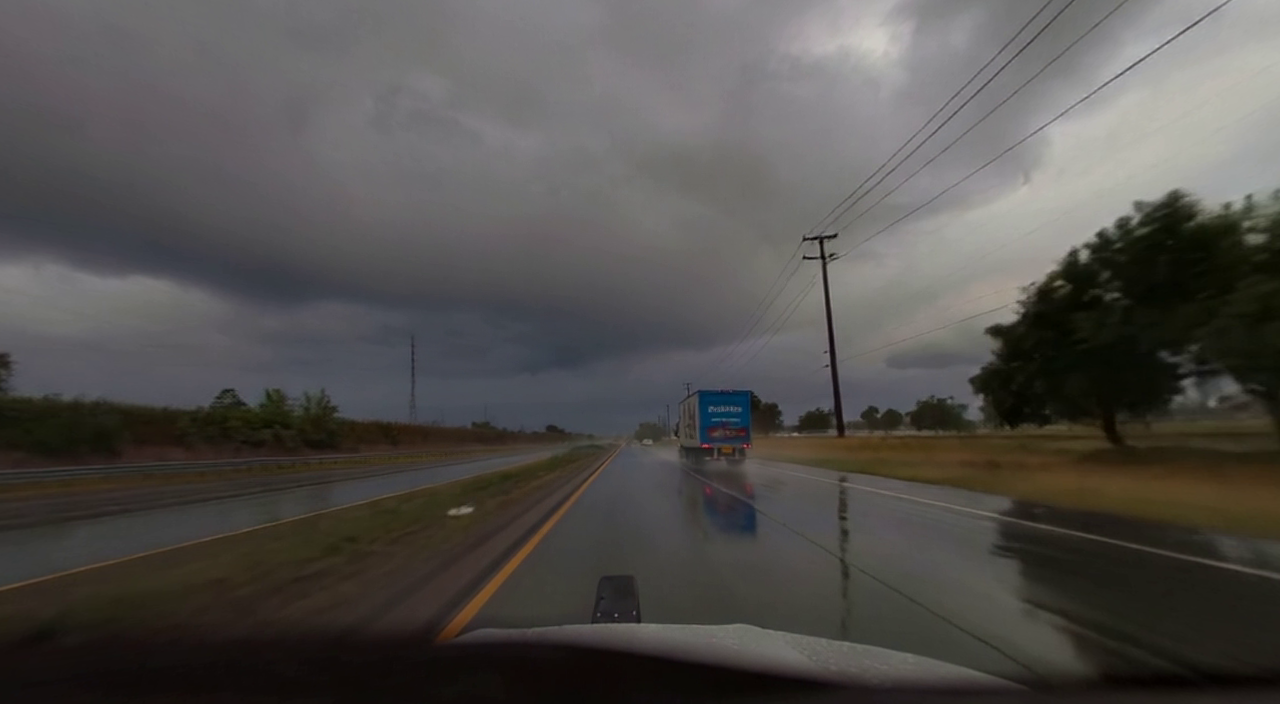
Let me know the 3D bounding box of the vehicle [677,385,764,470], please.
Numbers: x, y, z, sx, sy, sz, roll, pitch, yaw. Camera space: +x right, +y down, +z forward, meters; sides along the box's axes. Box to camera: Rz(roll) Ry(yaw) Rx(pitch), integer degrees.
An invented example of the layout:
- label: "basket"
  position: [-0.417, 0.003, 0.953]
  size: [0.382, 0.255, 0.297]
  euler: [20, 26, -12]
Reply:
- label: "vehicle"
  position: [3.783, 3.948, 32.242]
  size: [3.037, 3.672, 9.136]
  euler: [0, -8, -1]
